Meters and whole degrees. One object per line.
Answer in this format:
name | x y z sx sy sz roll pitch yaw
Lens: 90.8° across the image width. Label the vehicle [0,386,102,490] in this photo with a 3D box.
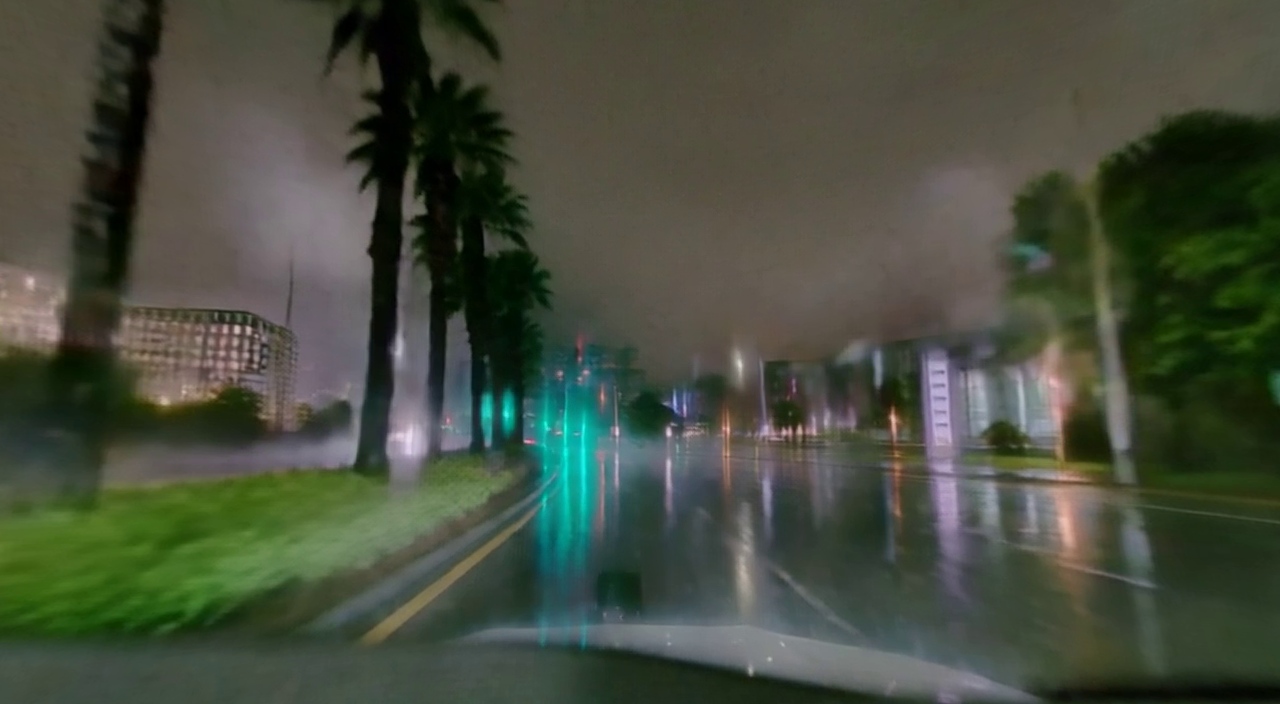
vehicle | -12.152 1.448 10.604 2.111 1.793 4.783 0 -9 -2
